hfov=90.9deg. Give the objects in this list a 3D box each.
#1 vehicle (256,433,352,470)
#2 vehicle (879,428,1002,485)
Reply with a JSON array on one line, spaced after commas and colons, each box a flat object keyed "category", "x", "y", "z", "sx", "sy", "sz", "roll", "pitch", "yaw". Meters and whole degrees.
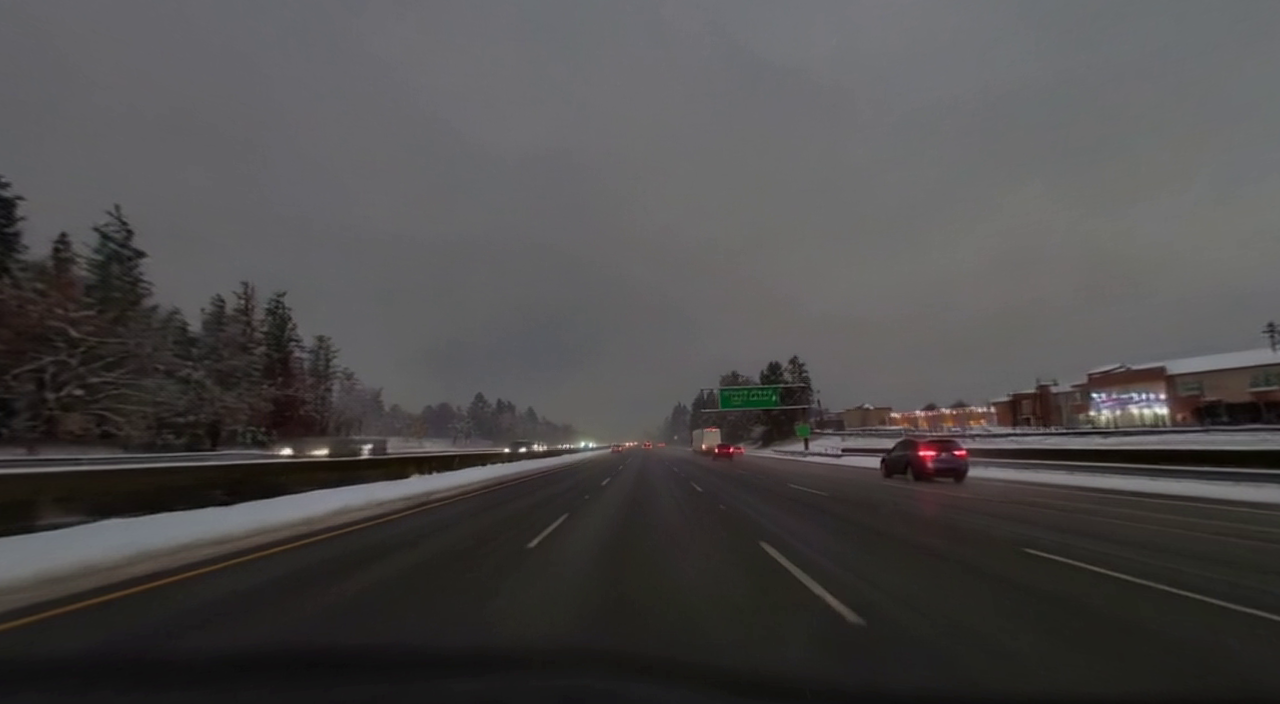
[{"category": "vehicle", "x": -15.897, "y": 4.726, "z": 30.192, "sx": 1.955, "sy": 1.600, "sz": 4.683, "roll": 0, "pitch": -8, "yaw": 1}, {"category": "vehicle", "x": 10.859, "y": 3.809, "z": 23.267, "sx": 2.168, "sy": 1.861, "sz": 4.678, "roll": 0, "pitch": -8, "yaw": 0}]
